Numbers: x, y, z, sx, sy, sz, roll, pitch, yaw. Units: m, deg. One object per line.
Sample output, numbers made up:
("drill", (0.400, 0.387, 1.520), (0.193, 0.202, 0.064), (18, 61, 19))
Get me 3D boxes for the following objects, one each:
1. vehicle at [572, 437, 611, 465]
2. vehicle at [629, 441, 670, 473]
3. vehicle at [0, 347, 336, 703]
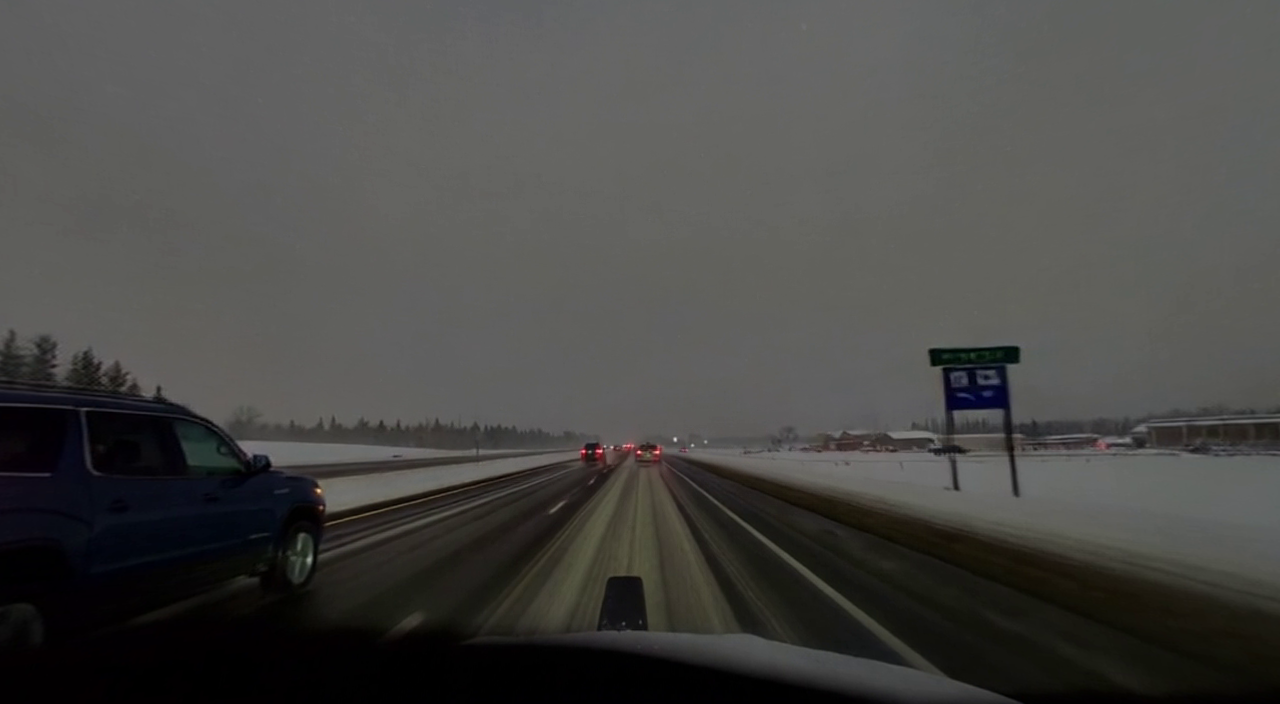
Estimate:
("vehicle", (-3.545, 7.364, 47.186), (2.403, 1.946, 5.623), (0, -8, 1))
("vehicle", (0.464, 5.450, 33.054), (2.000, 1.558, 3.945), (0, -8, 0))
("vehicle", (-3.956, 0.966, 3.431), (2.239, 1.761, 4.620), (0, -8, 1))
